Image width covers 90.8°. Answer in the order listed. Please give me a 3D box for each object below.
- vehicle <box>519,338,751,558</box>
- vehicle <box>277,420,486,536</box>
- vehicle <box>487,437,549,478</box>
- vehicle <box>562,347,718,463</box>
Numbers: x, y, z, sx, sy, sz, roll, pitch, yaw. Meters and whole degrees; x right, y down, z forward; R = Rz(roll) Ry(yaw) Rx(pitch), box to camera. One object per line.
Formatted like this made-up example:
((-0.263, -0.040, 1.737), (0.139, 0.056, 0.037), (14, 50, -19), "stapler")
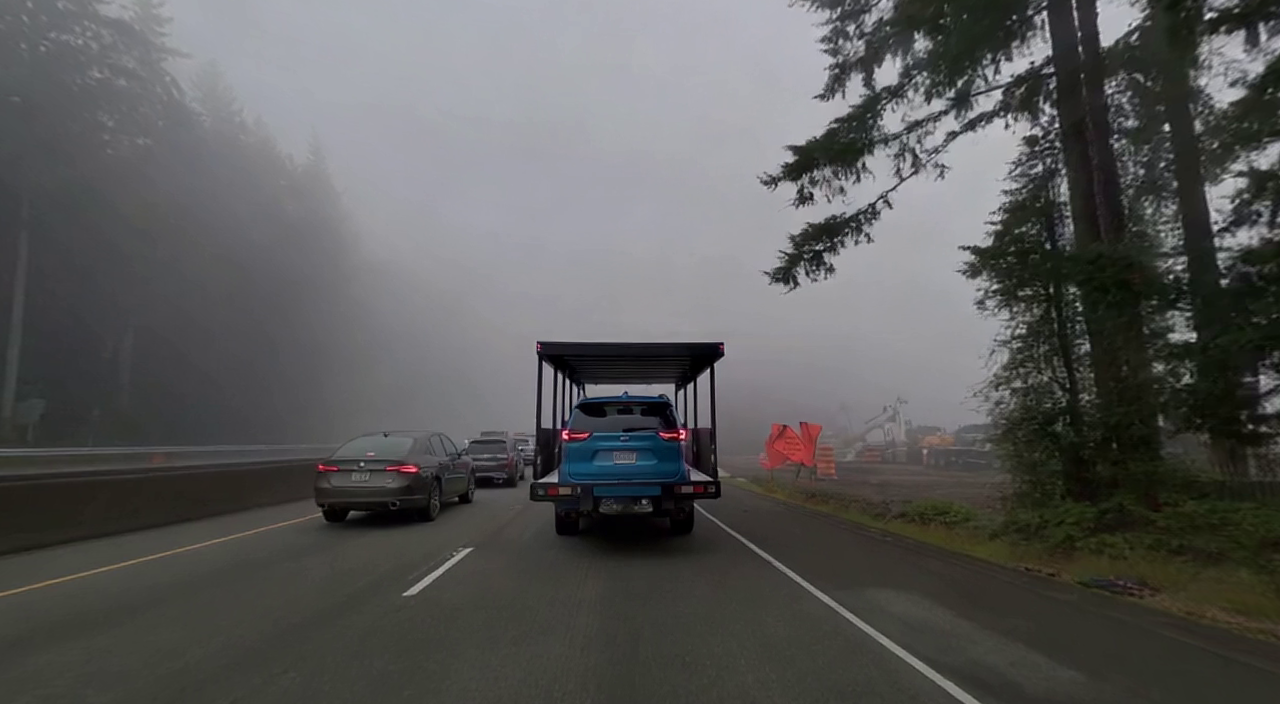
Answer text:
((-0.320, 1.895, 12.768), (2.735, 2.597, 10.435), (0, -9, -3), "vehicle")
((-4.340, 2.183, 11.578), (2.057, 1.665, 4.572), (0, -9, -3), "vehicle")
((-5.297, 4.639, 27.967), (2.124, 1.651, 4.096), (0, -9, -3), "vehicle")
((-0.141, 1.080, 11.134), (2.156, 1.604, 4.680), (1, -9, -4), "vehicle")
